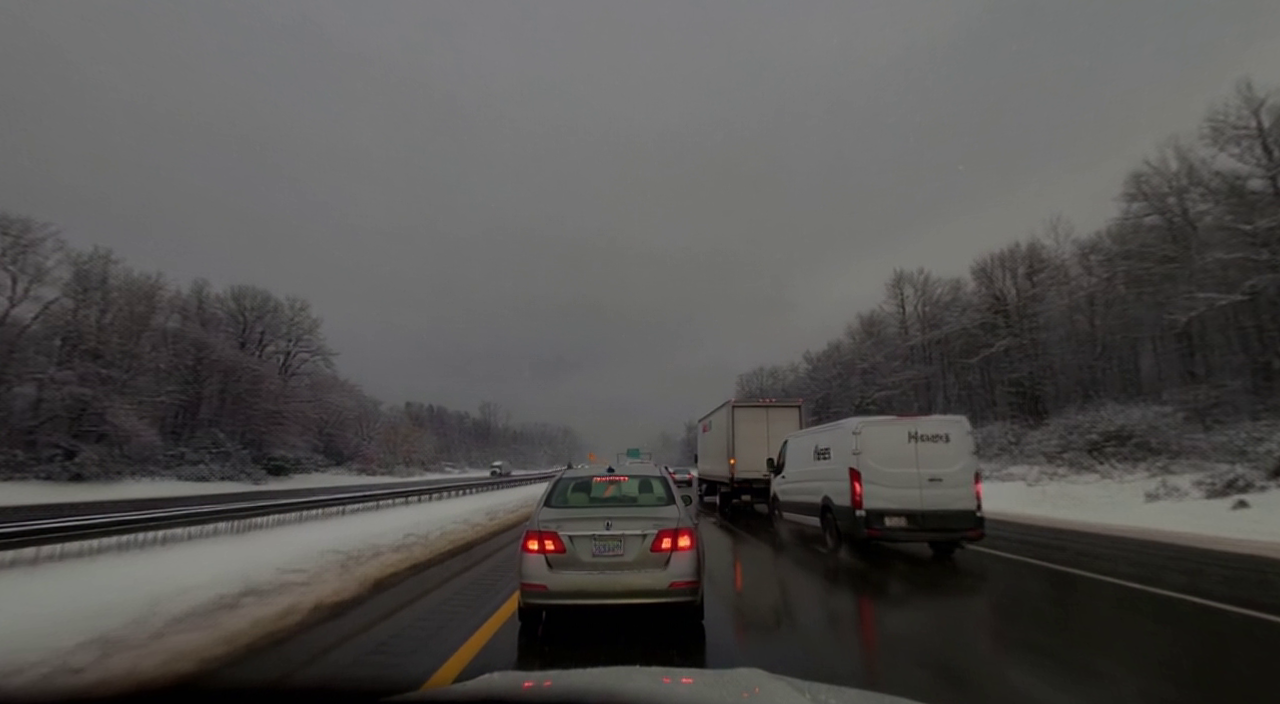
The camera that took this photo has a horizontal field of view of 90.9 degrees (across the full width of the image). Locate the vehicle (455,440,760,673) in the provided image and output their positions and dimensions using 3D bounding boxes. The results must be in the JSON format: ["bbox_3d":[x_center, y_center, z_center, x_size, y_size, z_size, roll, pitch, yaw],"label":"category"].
[{"bbox_3d":[-0.248,1.668,5.906,1.980,1.493,3.410,1,-11,-2],"label":"vehicle"}]

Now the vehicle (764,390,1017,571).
[{"bbox_3d":[4.080,2.314,11.689,2.328,2.537,5.290,1,-11,-2],"label":"vehicle"}]
